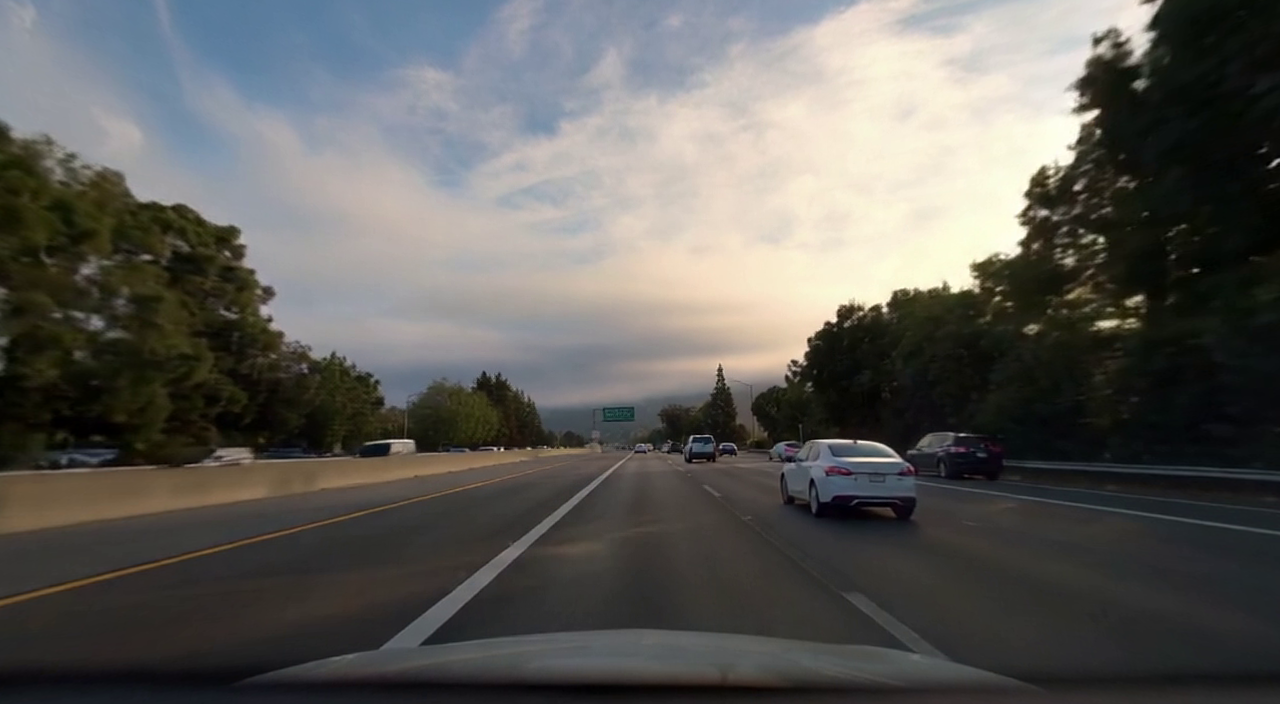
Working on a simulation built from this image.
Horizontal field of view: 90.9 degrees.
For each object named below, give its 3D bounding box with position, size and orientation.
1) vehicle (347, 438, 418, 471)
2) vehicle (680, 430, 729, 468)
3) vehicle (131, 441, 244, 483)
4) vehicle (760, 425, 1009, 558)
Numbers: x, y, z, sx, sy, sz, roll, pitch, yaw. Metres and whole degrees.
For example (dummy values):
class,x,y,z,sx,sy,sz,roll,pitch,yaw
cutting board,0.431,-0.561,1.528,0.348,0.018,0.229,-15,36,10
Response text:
class,x,y,z,sx,sy,sz,roll,pitch,yaw
vehicle,-13.707,5.475,33.908,1.909,1.599,4.476,0,-8,0
vehicle,3.637,5.613,36.600,2.218,1.964,5.662,0,-8,0
vehicle,-21.070,5.125,29.651,1.960,1.795,4.431,0,-8,0
vehicle,3.325,1.986,9.817,1.978,1.535,4.705,0,-8,0
